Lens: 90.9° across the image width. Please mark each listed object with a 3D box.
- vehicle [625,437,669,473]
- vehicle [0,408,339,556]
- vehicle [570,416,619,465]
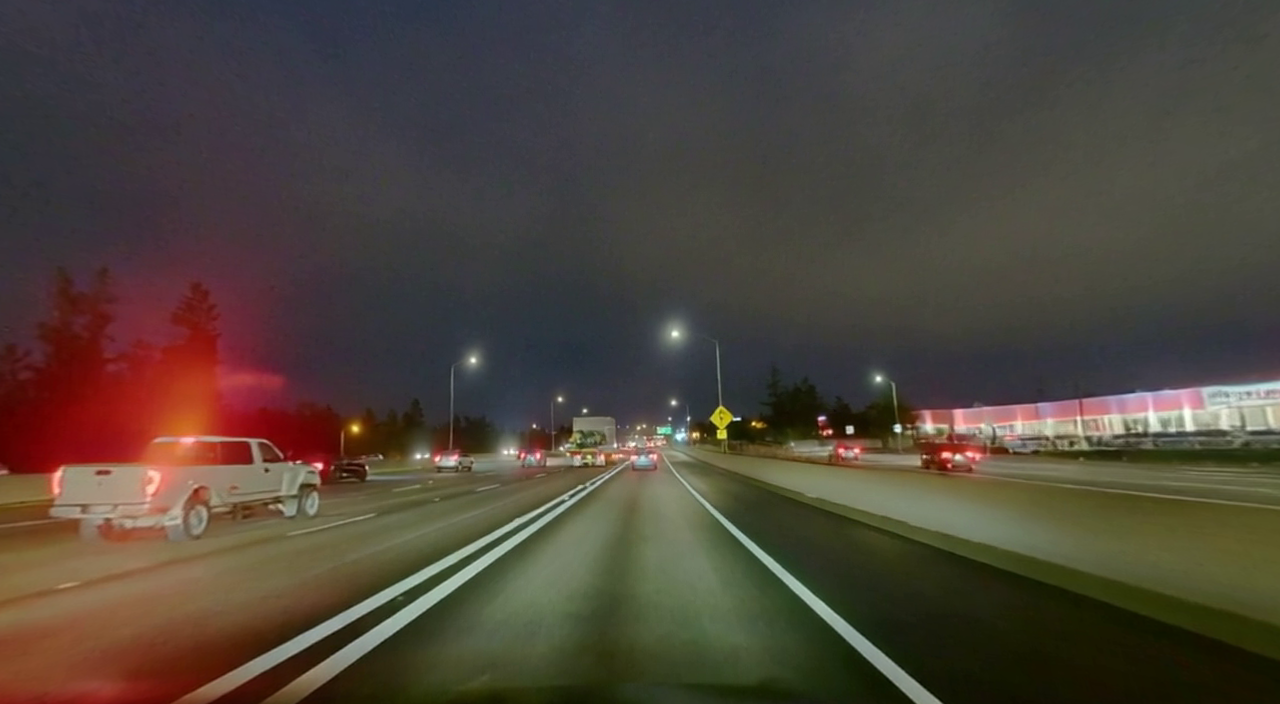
[{"bbox_3d":[0.354,5.627,34.644,2.227,1.794,4.646,0,-8,0],"label":"vehicle"},{"bbox_3d":[-7.518,2.066,10.774,2.165,1.903,4.917,0,-8,2],"label":"vehicle"},{"bbox_3d":[-3.333,6.864,48.584,2.796,3.426,8.553,0,-8,2],"label":"vehicle"}]
